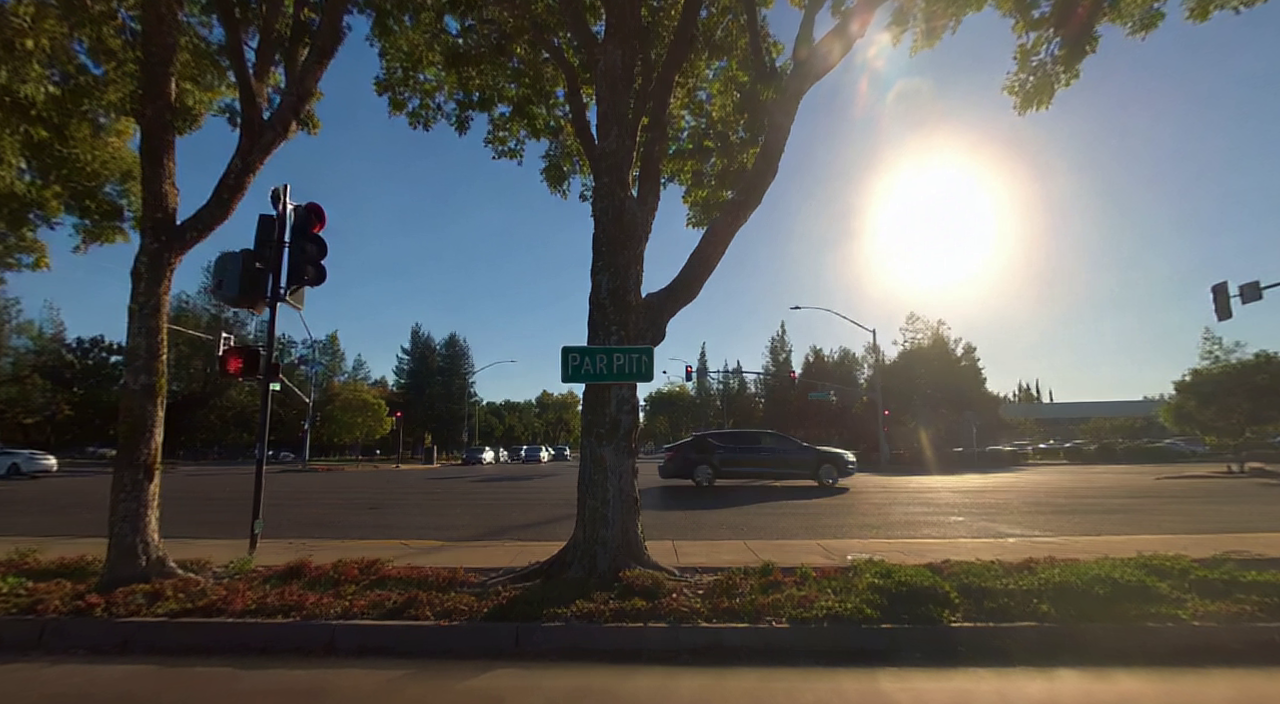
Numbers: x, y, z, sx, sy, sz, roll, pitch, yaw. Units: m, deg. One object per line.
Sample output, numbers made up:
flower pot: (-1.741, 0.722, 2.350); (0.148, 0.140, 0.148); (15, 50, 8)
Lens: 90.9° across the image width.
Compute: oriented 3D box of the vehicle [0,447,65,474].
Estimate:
vehicle: (-36.622, 6.271, 36.470); (4.975, 1.482, 1.814); (-1, -9, 2)

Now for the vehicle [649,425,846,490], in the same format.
vehicle: (2.853, 2.934, 17.692); (5.155, 1.686, 1.937); (-1, -8, 2)
